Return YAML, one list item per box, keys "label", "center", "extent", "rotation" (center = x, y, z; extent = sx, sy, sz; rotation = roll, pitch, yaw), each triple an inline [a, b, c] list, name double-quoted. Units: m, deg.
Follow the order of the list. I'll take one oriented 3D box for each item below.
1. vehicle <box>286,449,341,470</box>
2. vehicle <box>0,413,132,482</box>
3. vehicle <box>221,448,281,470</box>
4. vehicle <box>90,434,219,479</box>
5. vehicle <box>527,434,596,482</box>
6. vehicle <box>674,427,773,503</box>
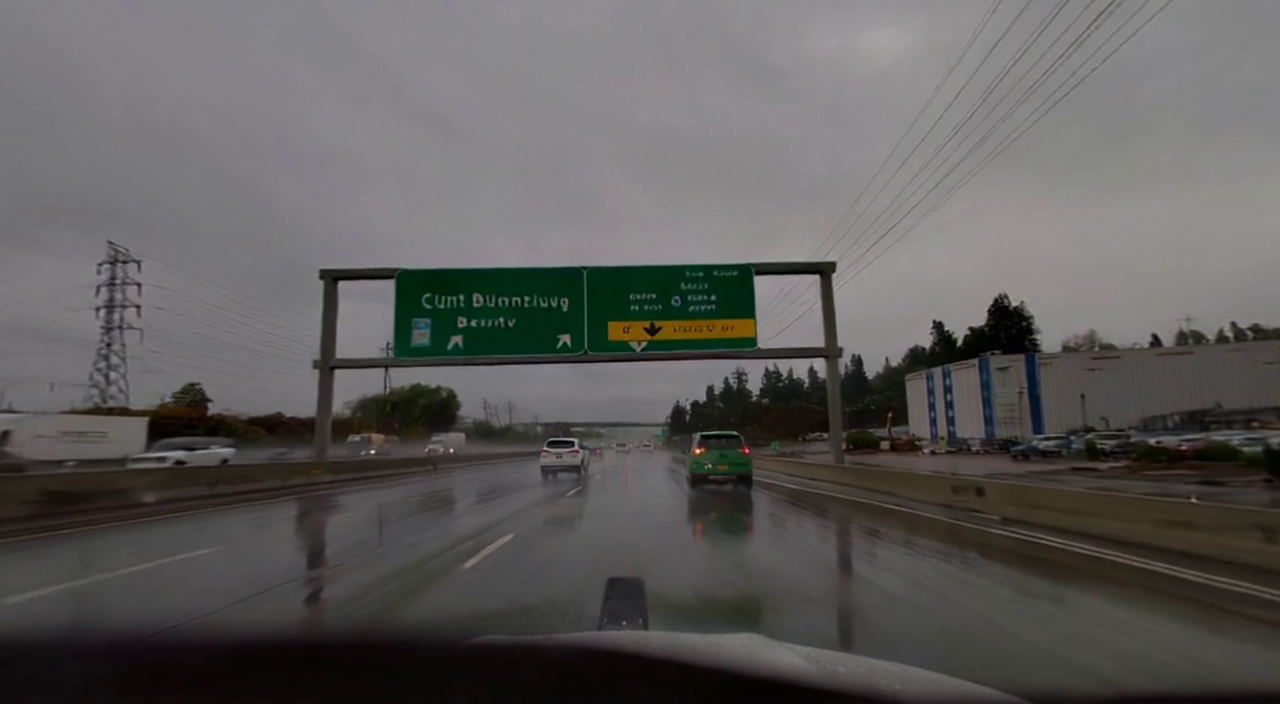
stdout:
- label: "vehicle"
  center: [-24.707, 8.104, 47.878]
  extent: [2.060, 1.474, 3.952]
  rotation: [0, -8, -2]
- label: "vehicle"
  center: [-32.608, 4.990, 32.943]
  extent: [2.955, 3.302, 11.152]
  rotation: [0, -8, -1]
- label: "vehicle"
  center: [-29.346, 8.059, 47.772]
  extent: [1.762, 1.498, 4.459]
  rotation: [-1, -8, -1]
- label: "vehicle"
  center: [-22.908, 4.941, 30.066]
  extent: [2.258, 1.959, 4.897]
  rotation: [0, -8, -1]
- label: "vehicle"
  center: [-3.088, 4.256, 25.707]
  extent: [2.125, 1.764, 4.393]
  rotation: [0, -8, 1]
- label: "vehicle"
  center: [2.024, 2.905, 16.599]
  extent: [2.134, 1.733, 4.049]
  rotation: [0, -8, 1]
